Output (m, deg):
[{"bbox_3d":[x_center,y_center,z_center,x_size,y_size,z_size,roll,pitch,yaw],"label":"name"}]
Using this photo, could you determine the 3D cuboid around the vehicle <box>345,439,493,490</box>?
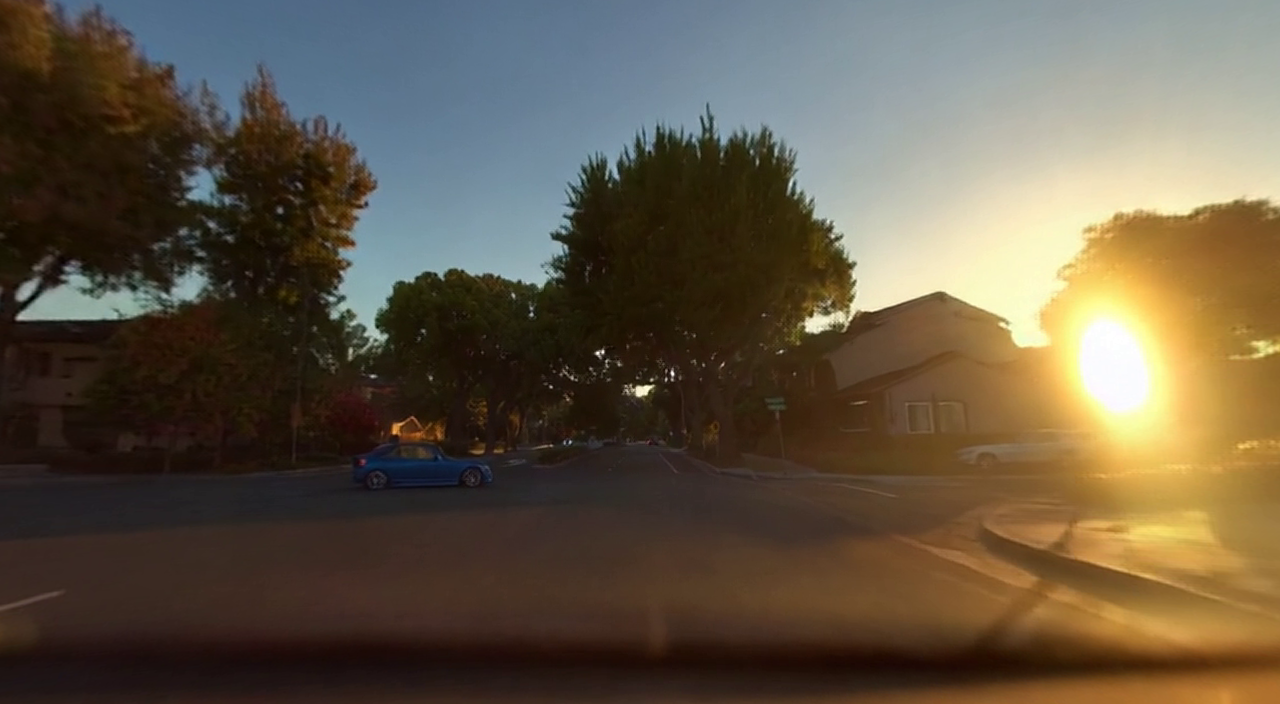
[{"bbox_3d":[-8.045,4.104,23.428,2.170,1.666,4.788,-6,-10,33],"label":"vehicle"}]
